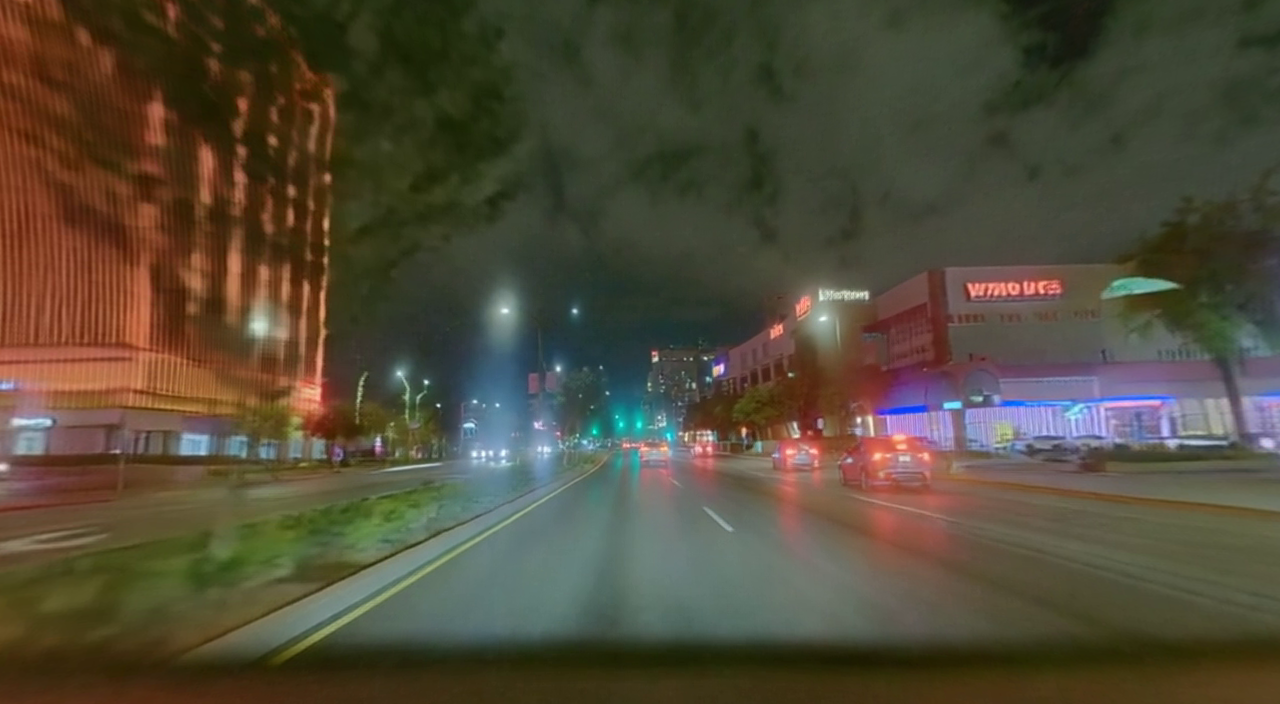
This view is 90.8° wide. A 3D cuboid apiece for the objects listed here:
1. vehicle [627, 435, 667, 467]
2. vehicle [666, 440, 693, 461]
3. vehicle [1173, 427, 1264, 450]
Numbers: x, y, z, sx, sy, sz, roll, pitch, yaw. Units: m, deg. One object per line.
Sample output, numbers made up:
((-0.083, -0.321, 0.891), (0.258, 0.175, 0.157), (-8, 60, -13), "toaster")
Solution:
((0.400, 5.530, 35.429), (2.100, 1.683, 4.231), (0, -8, 1), "vehicle")
((2.878, 7.313, 47.040), (1.685, 1.441, 3.795), (0, -8, -1), "vehicle")
((39.024, 5.832, 42.761), (1.853, 1.422, 4.585), (0, -7, 0), "vehicle")
